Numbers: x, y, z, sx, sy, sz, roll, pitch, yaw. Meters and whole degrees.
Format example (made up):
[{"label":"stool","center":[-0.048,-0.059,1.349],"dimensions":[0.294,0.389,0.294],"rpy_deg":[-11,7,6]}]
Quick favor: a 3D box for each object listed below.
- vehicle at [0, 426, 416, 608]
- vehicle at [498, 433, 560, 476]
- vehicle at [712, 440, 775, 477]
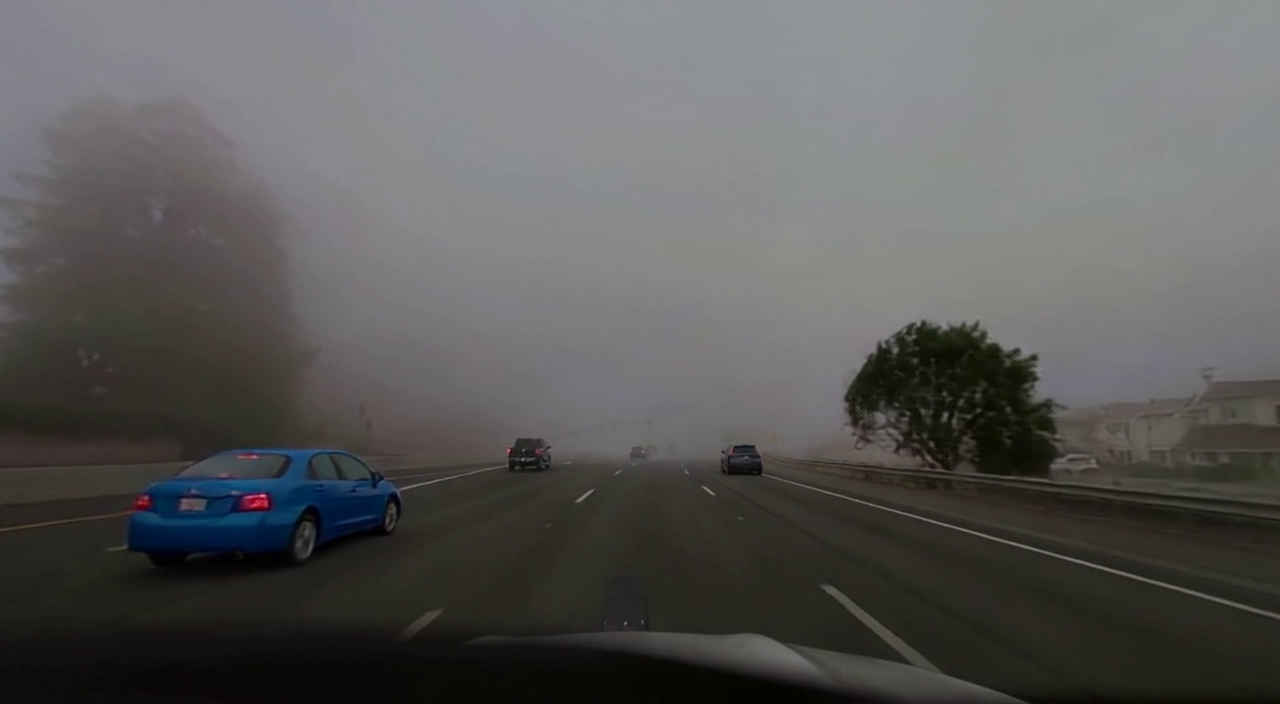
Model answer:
[{"label":"vehicle","center":[-4.409,1.688,7.473],"dimensions":[1.948,1.475,4.461],"rpy_deg":[0,-8,-2]},{"label":"vehicle","center":[-5.063,4.731,29.335],"dimensions":[2.122,1.847,4.696],"rpy_deg":[0,-8,-1]},{"label":"vehicle","center":[4.408,4.601,27.598],"dimensions":[2.100,1.472,4.533],"rpy_deg":[0,-8,1]}]
